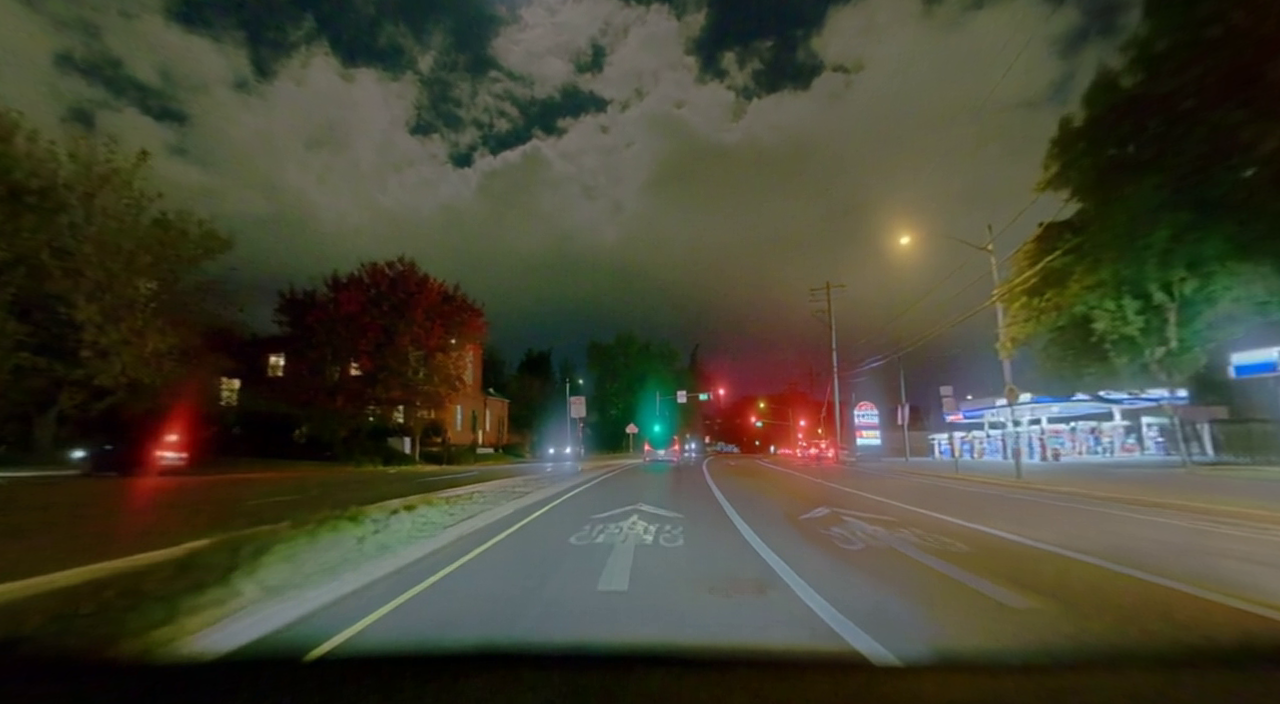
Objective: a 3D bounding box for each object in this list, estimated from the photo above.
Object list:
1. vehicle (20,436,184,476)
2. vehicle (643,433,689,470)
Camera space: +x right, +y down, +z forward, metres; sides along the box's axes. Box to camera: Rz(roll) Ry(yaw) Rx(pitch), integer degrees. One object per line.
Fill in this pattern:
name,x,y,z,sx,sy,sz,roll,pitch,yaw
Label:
vehicle,-21.464,4.141,25.492,4.430,1.493,2.210,3,-9,-19
vehicle,1.274,4.689,29.892,2.032,1.621,4.082,-1,-8,4
